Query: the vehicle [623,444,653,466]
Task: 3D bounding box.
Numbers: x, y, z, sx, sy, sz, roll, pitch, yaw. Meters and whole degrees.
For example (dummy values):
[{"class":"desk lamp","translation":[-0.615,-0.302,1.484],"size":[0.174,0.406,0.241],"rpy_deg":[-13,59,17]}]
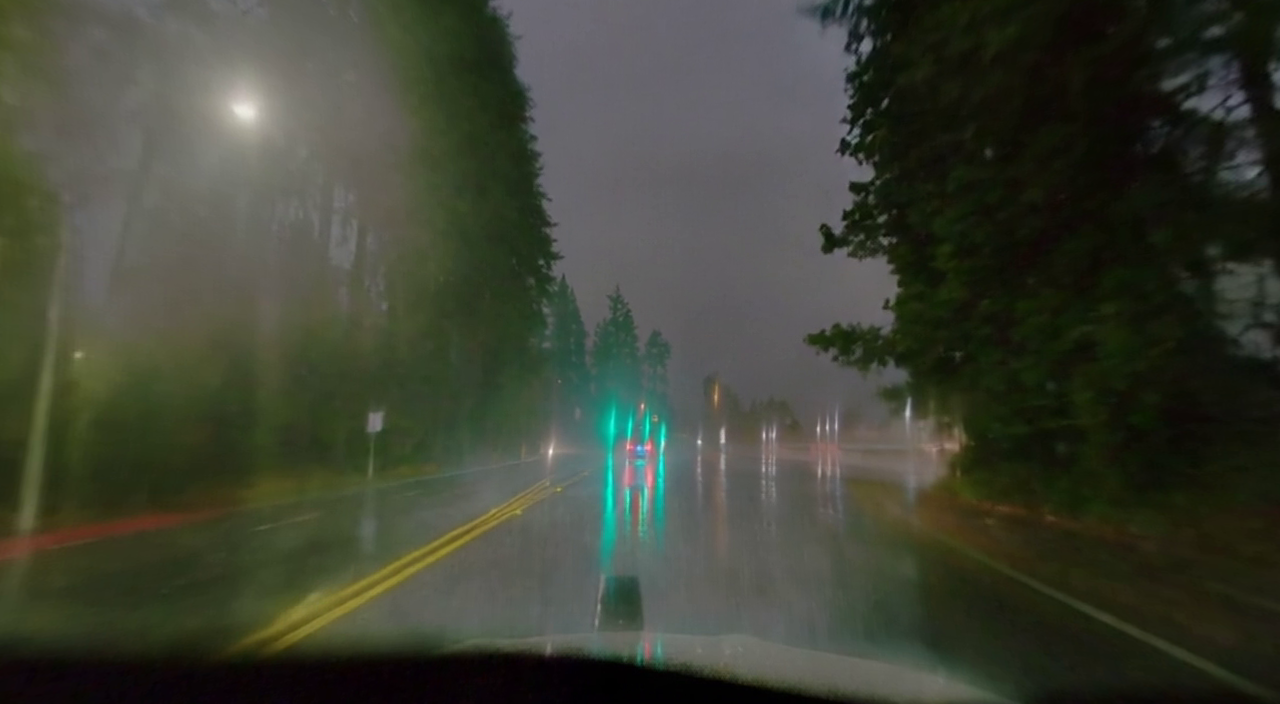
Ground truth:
[{"class":"vehicle","translation":[-0.113,7.282,44.669],"size":[2.042,1.489,3.963],"rpy_deg":[0,-9,1]}]
